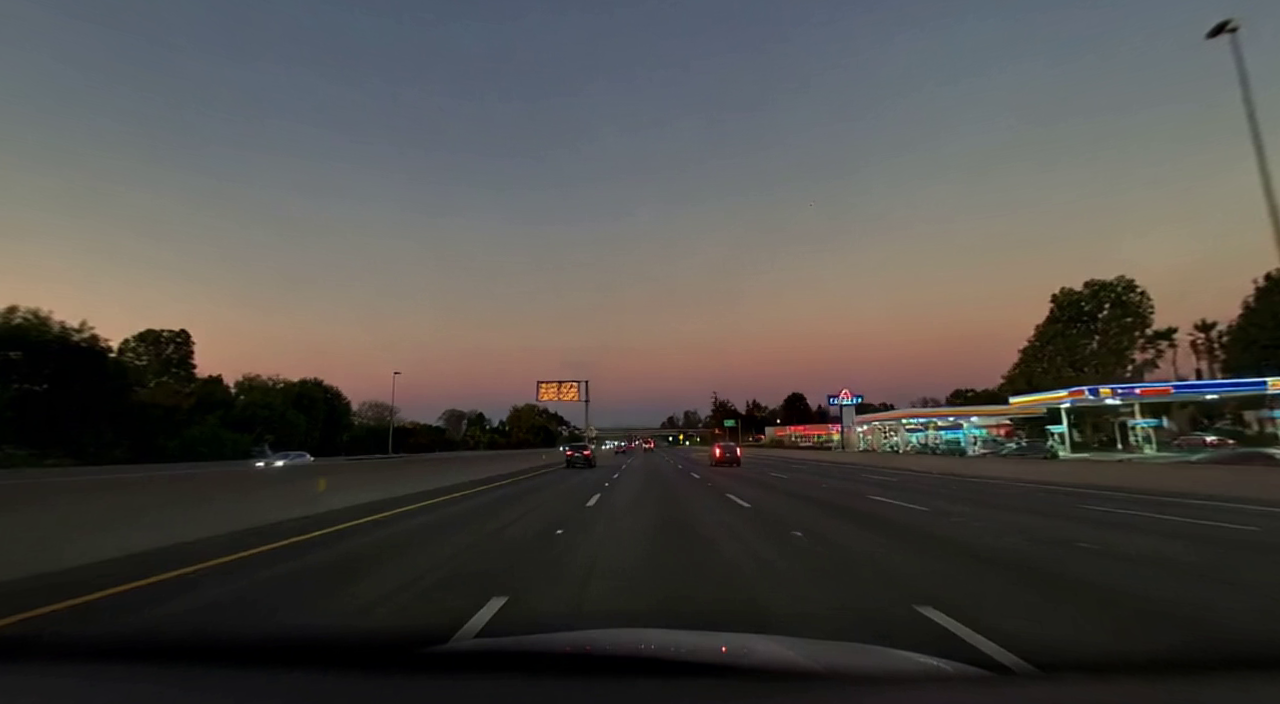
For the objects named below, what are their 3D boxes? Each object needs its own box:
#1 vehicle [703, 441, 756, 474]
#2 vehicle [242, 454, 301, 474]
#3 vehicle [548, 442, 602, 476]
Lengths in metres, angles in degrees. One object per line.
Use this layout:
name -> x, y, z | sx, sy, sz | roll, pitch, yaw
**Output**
vehicle -> 4.377, 5.250, 31.612 | 1.909, 1.467, 4.940 | 0, -9, 0
vehicle -> -28.585, 8.680, 49.148 | 1.859, 1.434, 4.616 | 0, -9, -1
vehicle -> -3.080, 5.165, 30.807 | 2.114, 1.510, 4.186 | -1, -9, 1
